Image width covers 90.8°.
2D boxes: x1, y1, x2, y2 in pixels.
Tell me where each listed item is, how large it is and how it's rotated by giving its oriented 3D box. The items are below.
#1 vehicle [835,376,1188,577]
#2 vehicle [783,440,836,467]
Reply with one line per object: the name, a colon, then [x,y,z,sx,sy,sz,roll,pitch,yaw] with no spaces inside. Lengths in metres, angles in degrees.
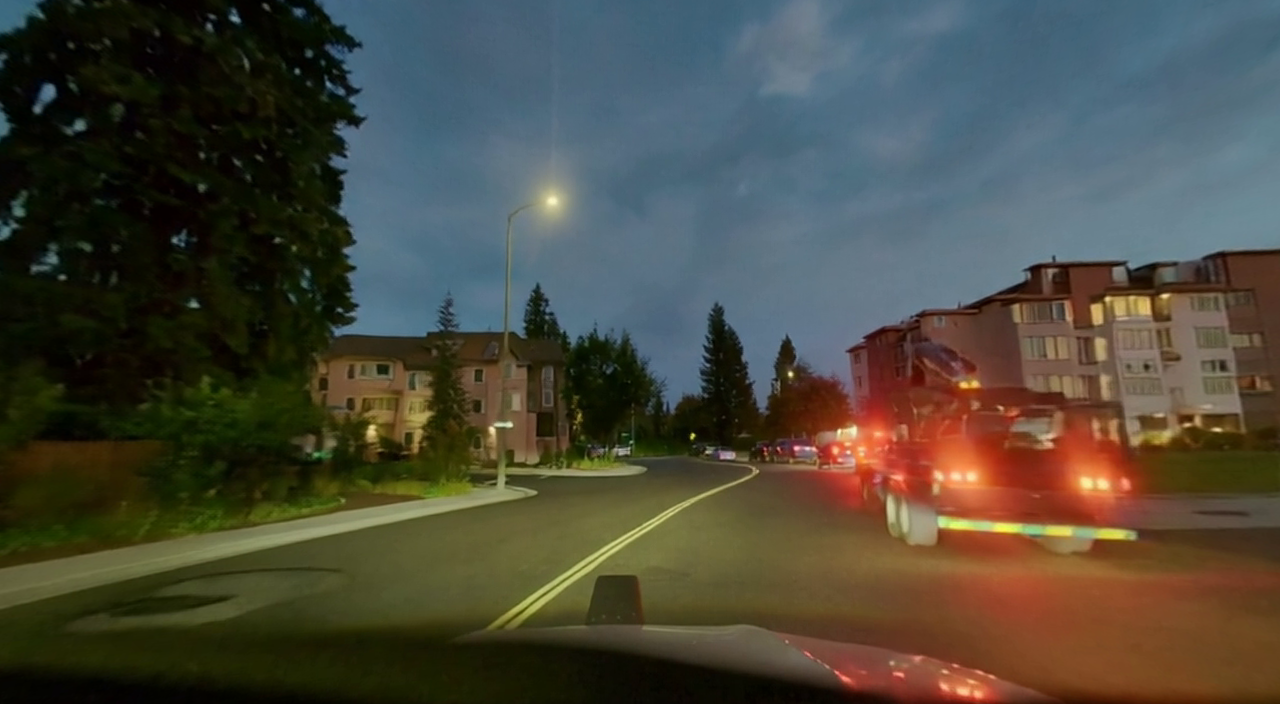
vehicle: [4.941,1.851,10.288,2.874,2.021,7.293,-3,-9,14]
vehicle: [11.582,6.975,43.439,1.967,1.698,4.649,1,-9,-5]
